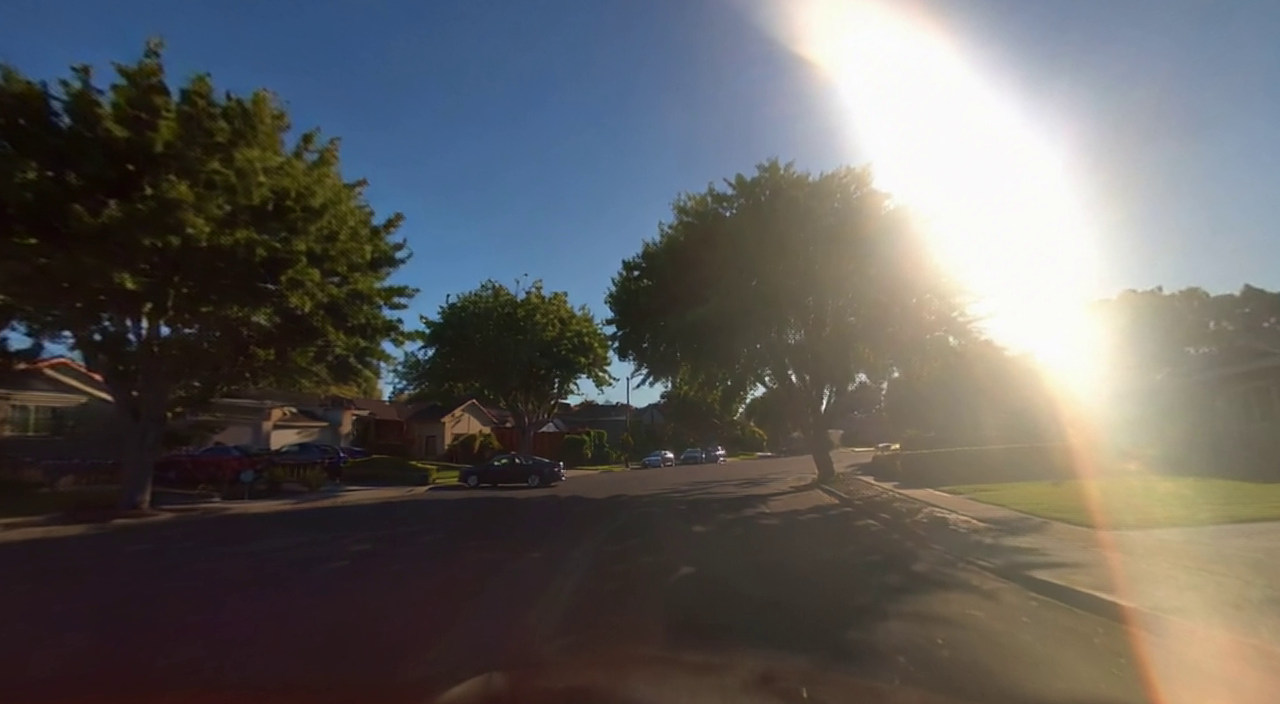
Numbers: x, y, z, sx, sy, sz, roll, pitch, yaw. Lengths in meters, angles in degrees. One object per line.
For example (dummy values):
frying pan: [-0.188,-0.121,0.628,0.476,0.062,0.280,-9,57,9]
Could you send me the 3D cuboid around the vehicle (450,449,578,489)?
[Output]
vehicle: [-5.046,4.670,25.551,4.653,1.480,1.871,-2,-9,12]
